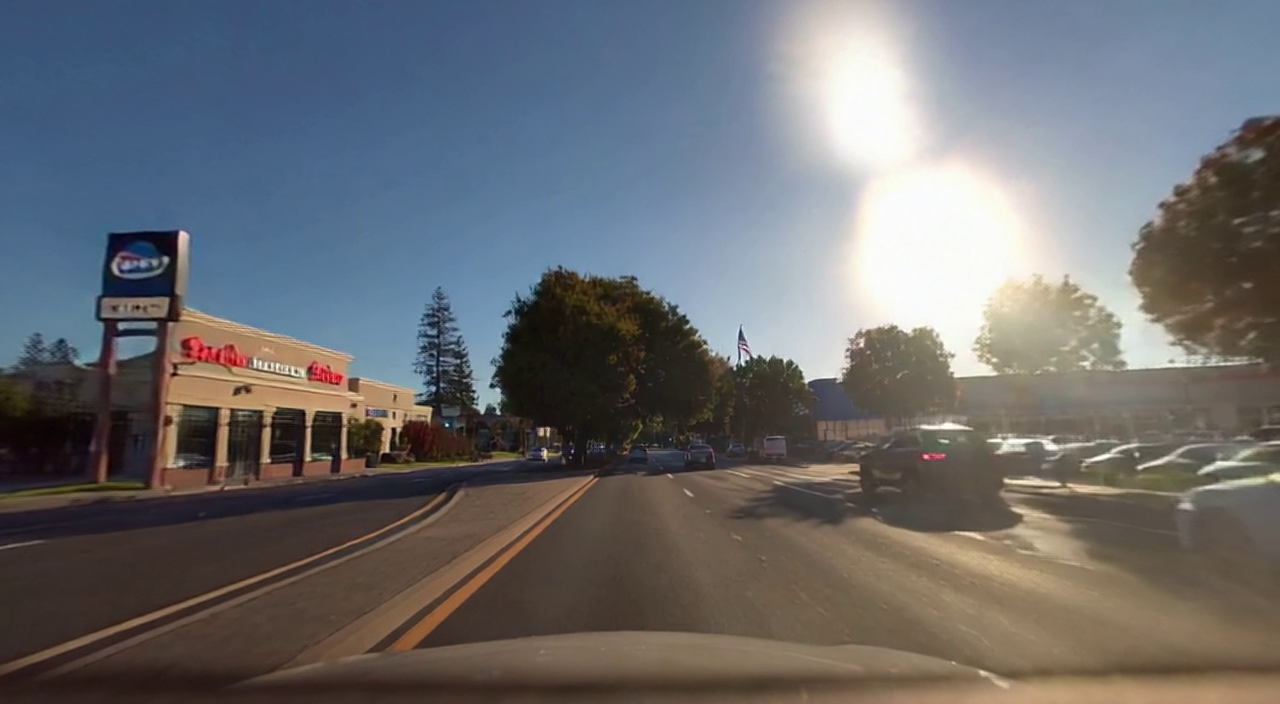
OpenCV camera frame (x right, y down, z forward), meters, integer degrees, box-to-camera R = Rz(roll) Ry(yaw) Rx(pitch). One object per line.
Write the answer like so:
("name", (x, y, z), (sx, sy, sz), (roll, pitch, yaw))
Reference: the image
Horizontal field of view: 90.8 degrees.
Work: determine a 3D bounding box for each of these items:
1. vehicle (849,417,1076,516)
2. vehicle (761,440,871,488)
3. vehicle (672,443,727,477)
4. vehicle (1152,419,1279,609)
("vehicle", (6.883, 2.511, 14.360), (2.268, 1.822, 5.038), (0, -8, -3))
("vehicle", (6.028, 3.884, 22.312), (2.072, 1.491, 4.753), (1, -8, -6))
("vehicle", (2.743, 5.099, 30.162), (2.099, 1.463, 4.365), (0, -8, -1))
("vehicle", (6.147, 1.087, 3.706), (2.150, 1.485, 4.919), (0, -8, 0))
